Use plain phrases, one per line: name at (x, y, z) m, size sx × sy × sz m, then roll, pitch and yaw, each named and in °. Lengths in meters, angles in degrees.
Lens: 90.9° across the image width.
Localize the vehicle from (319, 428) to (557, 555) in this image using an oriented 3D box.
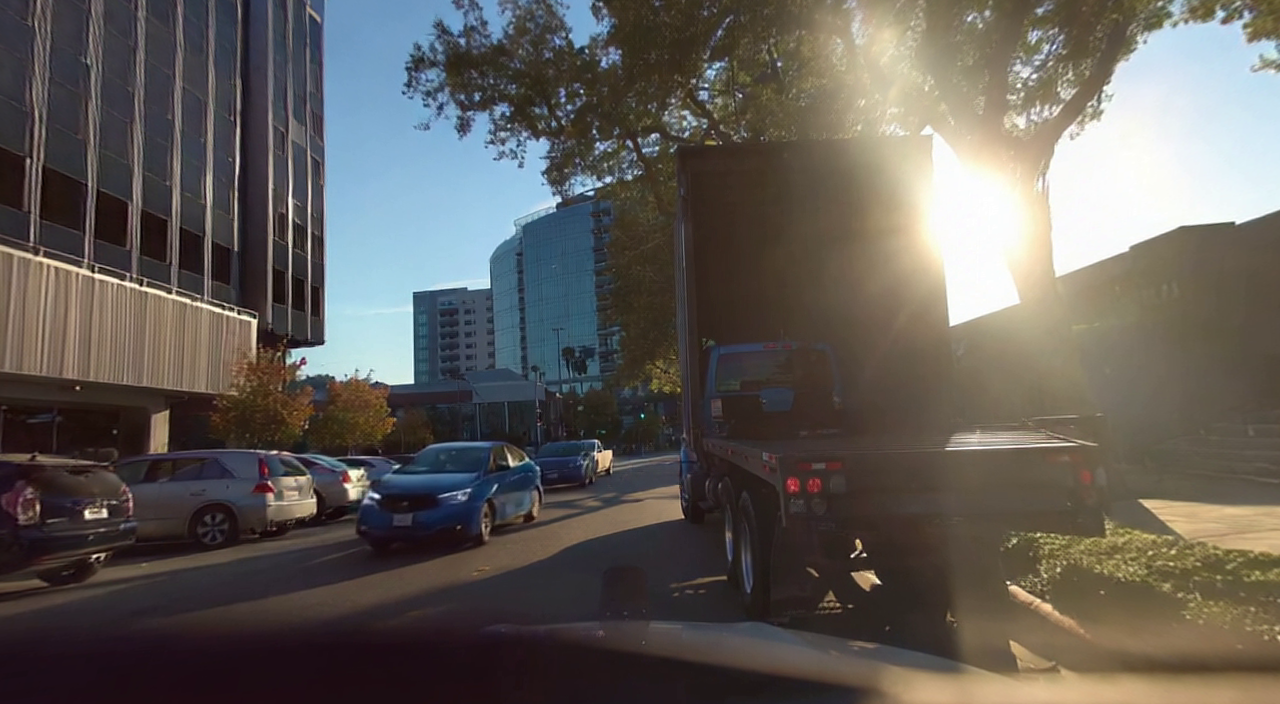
vehicle at (-2.833, 2.061, 10.105) m, size 2.183 × 1.563 × 4.257 m, roll 0°, pitch -8°, yaw 3°

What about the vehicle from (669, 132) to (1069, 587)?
vehicle at (2.532, 0.818, 11.392) m, size 3.320 × 4.034 × 11.553 m, roll -1°, pitch -8°, yaw 6°

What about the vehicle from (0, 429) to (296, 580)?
vehicle at (-8.161, 2.101, 9.228) m, size 5.022 × 1.872 × 2.137 m, roll 7°, pitch -11°, yaw -41°
